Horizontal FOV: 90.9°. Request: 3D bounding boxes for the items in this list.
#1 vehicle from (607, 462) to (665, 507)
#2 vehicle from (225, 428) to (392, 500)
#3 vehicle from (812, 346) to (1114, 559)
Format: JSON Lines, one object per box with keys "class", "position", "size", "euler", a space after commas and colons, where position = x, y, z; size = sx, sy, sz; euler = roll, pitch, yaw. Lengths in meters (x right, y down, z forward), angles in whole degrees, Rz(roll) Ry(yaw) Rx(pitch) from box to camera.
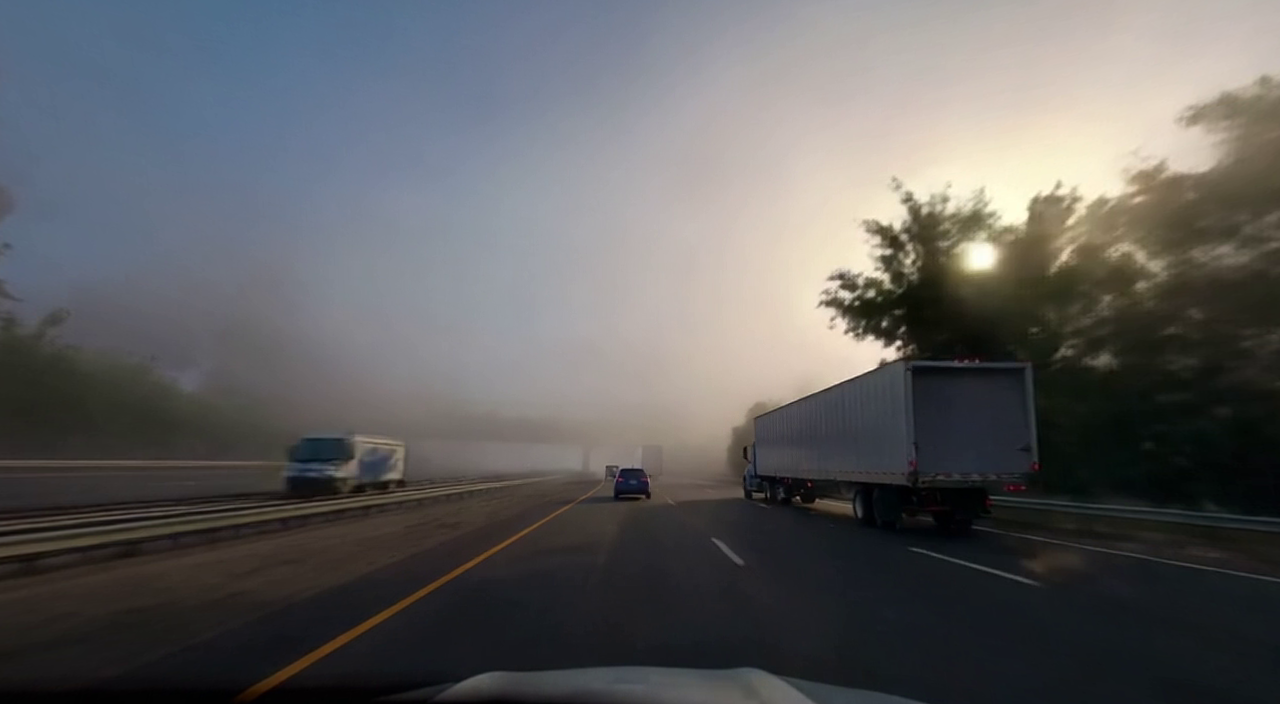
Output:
{"class": "vehicle", "position": [-0.166, 5.085, 24.374], "size": [2.067, 1.552, 3.601], "euler": [1, -11, -1]}
{"class": "vehicle", "position": [-9.699, 3.425, 19.174], "size": [1.997, 1.794, 5.701], "euler": [1, -11, 0]}
{"class": "vehicle", "position": [6.736, 2.467, 15.160], "size": [2.839, 3.684, 8.091], "euler": [1, -11, 0]}
